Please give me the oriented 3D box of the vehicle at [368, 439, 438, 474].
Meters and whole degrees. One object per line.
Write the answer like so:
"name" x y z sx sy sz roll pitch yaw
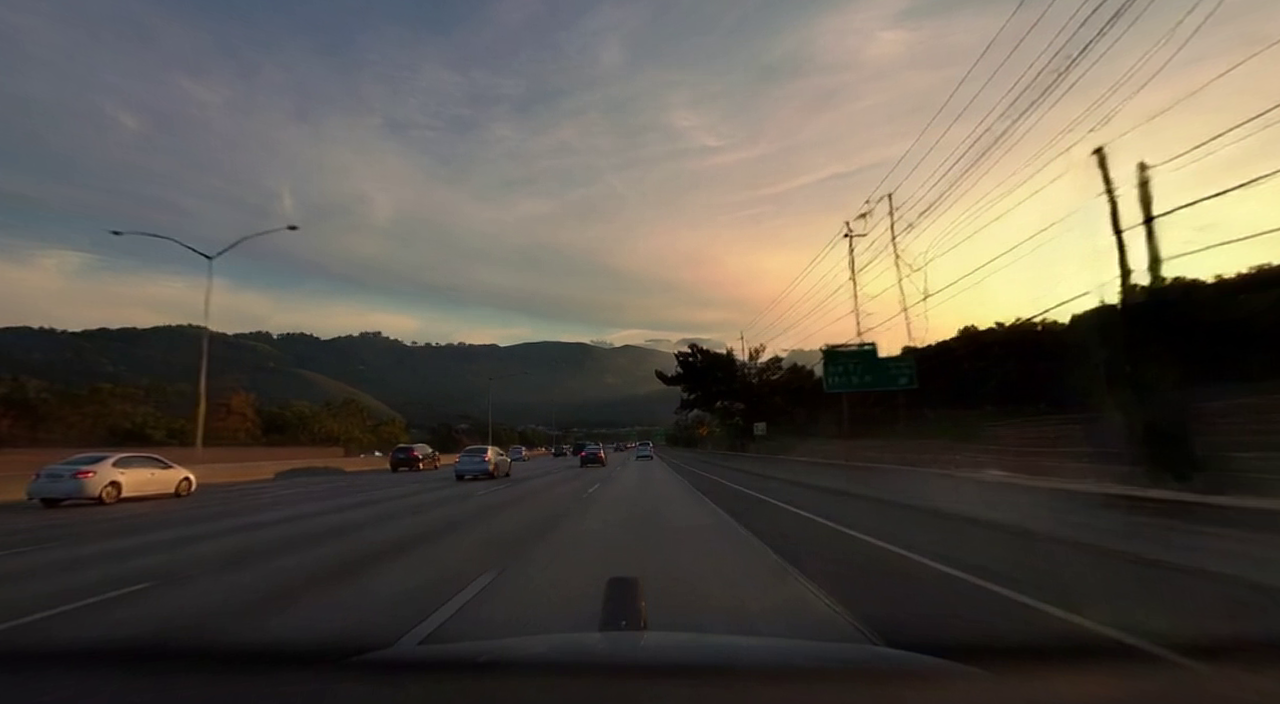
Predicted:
"vehicle" -14.389 6.377 38.666 2.172 1.946 5.017 0 -9 1

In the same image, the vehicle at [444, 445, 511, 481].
"vehicle" -7.352 5.038 28.903 1.899 1.472 4.202 0 -9 1

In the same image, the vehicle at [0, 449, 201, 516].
"vehicle" -14.363 3.333 16.726 1.885 1.474 4.849 0 -9 1

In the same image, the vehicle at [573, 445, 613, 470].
"vehicle" -2.847 6.488 39.047 2.064 1.446 4.409 0 -9 0
